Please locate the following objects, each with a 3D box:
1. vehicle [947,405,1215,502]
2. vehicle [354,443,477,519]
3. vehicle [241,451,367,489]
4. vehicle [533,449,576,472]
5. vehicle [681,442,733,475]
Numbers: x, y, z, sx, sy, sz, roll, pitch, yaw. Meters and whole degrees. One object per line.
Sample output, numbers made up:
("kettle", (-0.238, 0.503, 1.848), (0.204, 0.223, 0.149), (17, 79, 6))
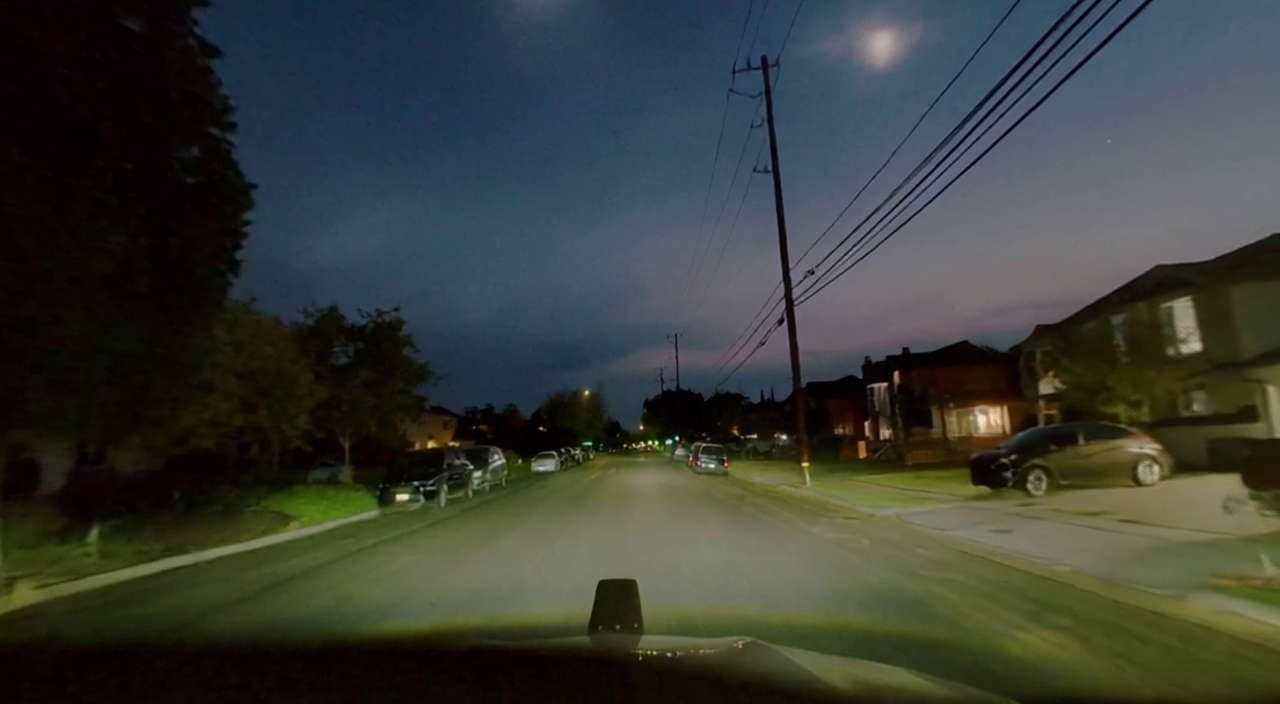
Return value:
("vehicle", (9.909, 2.269, 14.499), (4.559, 1.843, 2.081), (-2, -7, -3))
("vehicle", (-6.115, 3.488, 17.737), (2.035, 1.736, 3.955), (-3, -8, -1))
("vehicle", (-16.002, 5.621, 30.317), (4.706, 1.681, 2.389), (-1, -9, 5))
("vehicle", (-5.924, 7.617, 44.374), (2.199, 1.439, 4.757), (0, -10, 2))
("vehicle", (3.536, 5.734, 34.388), (2.247, 1.618, 4.655), (2, -8, -1))
